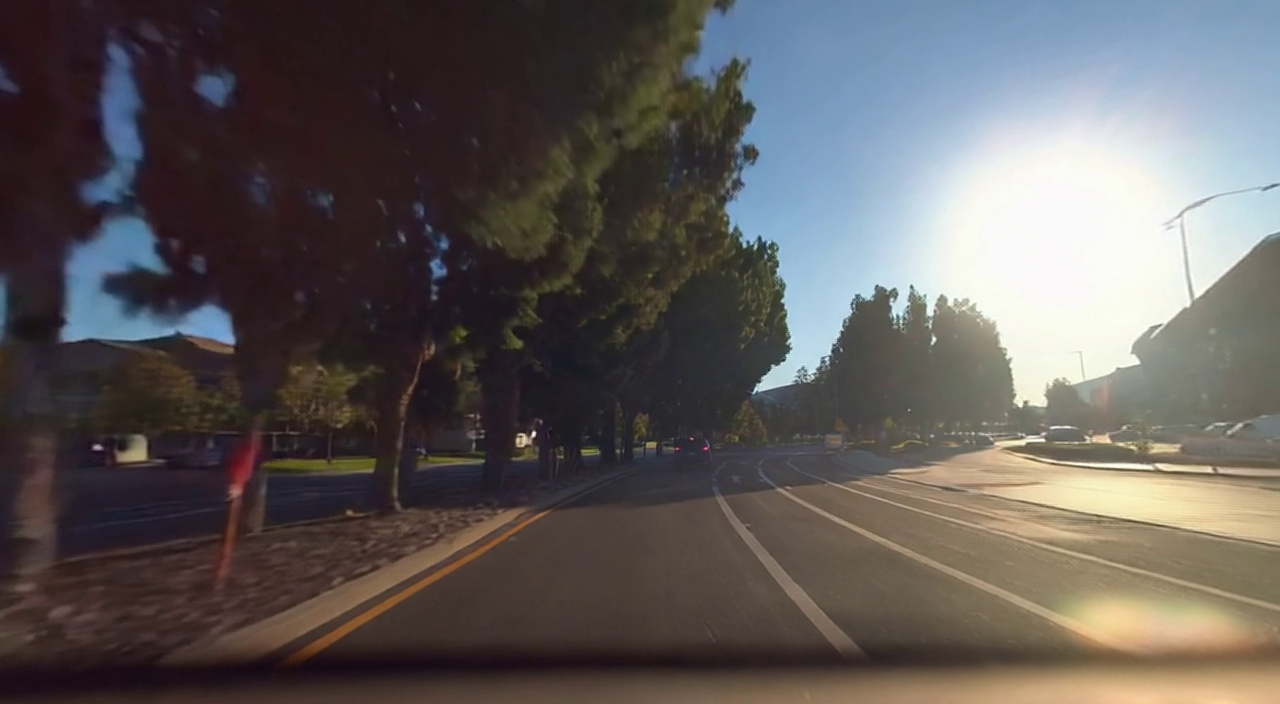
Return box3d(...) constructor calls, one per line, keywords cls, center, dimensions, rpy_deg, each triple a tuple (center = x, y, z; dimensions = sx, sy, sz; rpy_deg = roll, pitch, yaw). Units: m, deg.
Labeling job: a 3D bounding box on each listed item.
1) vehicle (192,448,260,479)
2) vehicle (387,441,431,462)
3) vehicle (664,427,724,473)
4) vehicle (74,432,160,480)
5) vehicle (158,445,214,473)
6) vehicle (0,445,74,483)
box3d(cls="vehicle", center=(-22.815, 6.112, 34.780), dimensions=(2.058, 1.580, 4.134), rpy_deg=(3, -9, -18))
box3d(cls="vehicle", center=(-17.325, 7.506, 47.208), dimensions=(1.829, 1.501, 4.149), rpy_deg=(0, -9, -2))
box3d(cls="vehicle", center=(2.647, 4.572, 29.298), dimensions=(2.371, 1.926, 5.615), rpy_deg=(-1, -9, 9))
box3d(cls="vehicle", center=(-30.361, 5.950, 36.673), dimensions=(2.346, 2.341, 5.455), rpy_deg=(1, -6, -23))
box3d(cls="vehicle", center=(-27.708, 6.532, 38.458), dimensions=(1.916, 1.563, 3.941), rpy_deg=(4, -10, -24))
box3d(cls="vehicle", center=(-32.596, 5.935, 33.602), dimensions=(2.123, 1.834, 4.749), rpy_deg=(5, -10, -28))
